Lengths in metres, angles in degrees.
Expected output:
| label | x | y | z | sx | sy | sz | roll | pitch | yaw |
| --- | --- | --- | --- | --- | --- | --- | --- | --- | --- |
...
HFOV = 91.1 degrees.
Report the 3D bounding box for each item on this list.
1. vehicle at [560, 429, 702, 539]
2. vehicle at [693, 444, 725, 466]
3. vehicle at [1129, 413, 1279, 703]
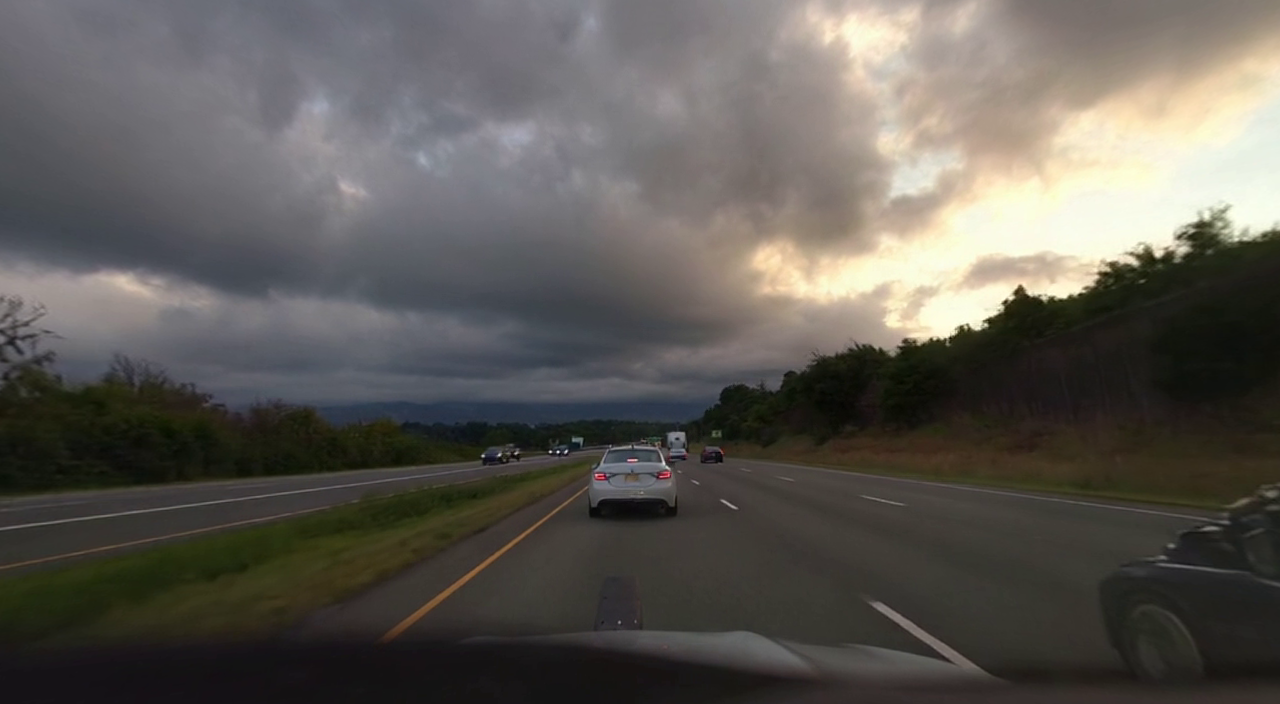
| label | x | y | z | sx | sy | sz | roll | pitch | yaw |
| --- | --- | --- | --- | --- | --- | --- | --- | --- | --- |
| vehicle | -0.141 | 2.228 | 11.153 | 2.088 | 1.580 | 3.657 | 0 | -9 | 0 |
| vehicle | 5.178 | 7.766 | 47.503 | 1.931 | 1.516 | 3.995 | 0 | -9 | 0 |
| vehicle | 3.992 | 0.819 | 1.790 | 1.937 | 1.422 | 4.057 | -1 | -9 | 1 |
